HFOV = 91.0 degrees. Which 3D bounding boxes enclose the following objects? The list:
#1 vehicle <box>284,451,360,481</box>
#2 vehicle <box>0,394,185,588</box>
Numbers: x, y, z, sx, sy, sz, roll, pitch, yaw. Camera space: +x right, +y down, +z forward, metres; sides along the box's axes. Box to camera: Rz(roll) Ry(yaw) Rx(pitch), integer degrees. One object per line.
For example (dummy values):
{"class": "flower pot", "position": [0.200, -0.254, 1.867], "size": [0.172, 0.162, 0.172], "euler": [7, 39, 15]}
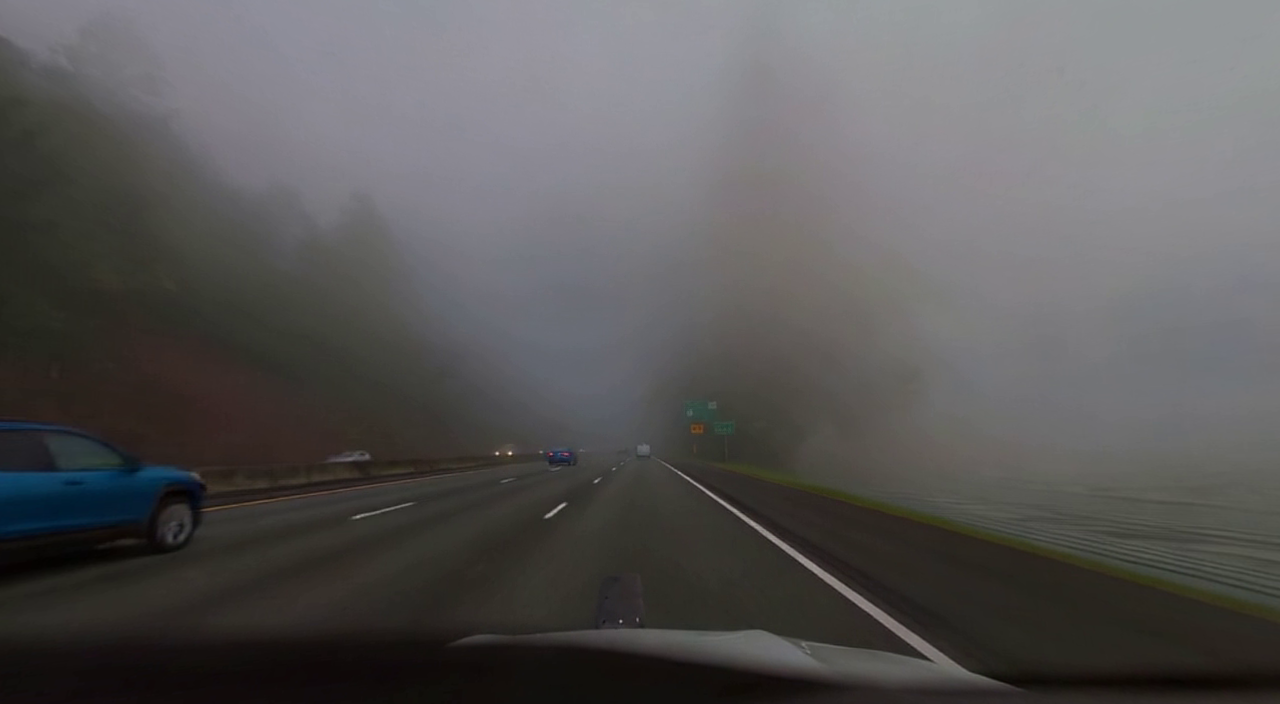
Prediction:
{"class": "vehicle", "position": [-17.539, 6.278, 35.017], "size": [1.847, 1.484, 4.412], "euler": [0, -9, 1]}
{"class": "vehicle", "position": [-7.165, 1.307, 5.904], "size": [2.253, 1.815, 4.618], "euler": [0, -9, 1]}
